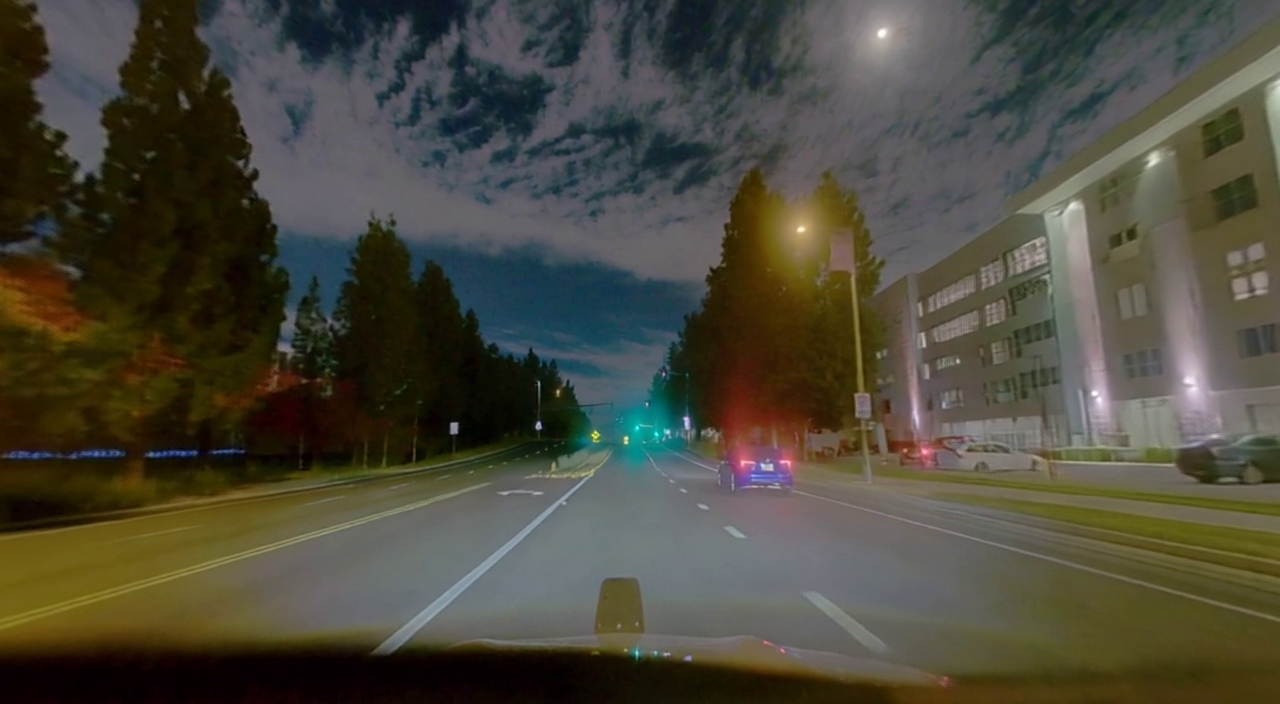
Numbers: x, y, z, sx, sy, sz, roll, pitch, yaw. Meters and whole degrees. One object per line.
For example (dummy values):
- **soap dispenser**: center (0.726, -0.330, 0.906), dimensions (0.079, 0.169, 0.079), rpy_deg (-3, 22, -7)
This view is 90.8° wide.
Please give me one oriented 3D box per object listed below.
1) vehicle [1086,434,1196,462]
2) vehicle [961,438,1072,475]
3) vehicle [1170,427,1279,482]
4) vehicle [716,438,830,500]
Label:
- **vehicle**: center (32.662, 6.295, 41.304), dimensions (5.237, 1.724, 2.398), rpy_deg (1, -9, -4)
- **vehicle**: center (19.436, 5.451, 32.765), dimensions (4.418, 1.418, 1.873), rpy_deg (-5, -14, -2)
- **vehicle**: center (17.716, 2.888, 17.878), dimensions (3.622, 1.432, 2.029), rpy_deg (0, -8, -3)
- **vehicle**: center (3.526, 3.191, 17.756), dimensions (2.114, 1.493, 4.430), rpy_deg (0, -8, -2)
